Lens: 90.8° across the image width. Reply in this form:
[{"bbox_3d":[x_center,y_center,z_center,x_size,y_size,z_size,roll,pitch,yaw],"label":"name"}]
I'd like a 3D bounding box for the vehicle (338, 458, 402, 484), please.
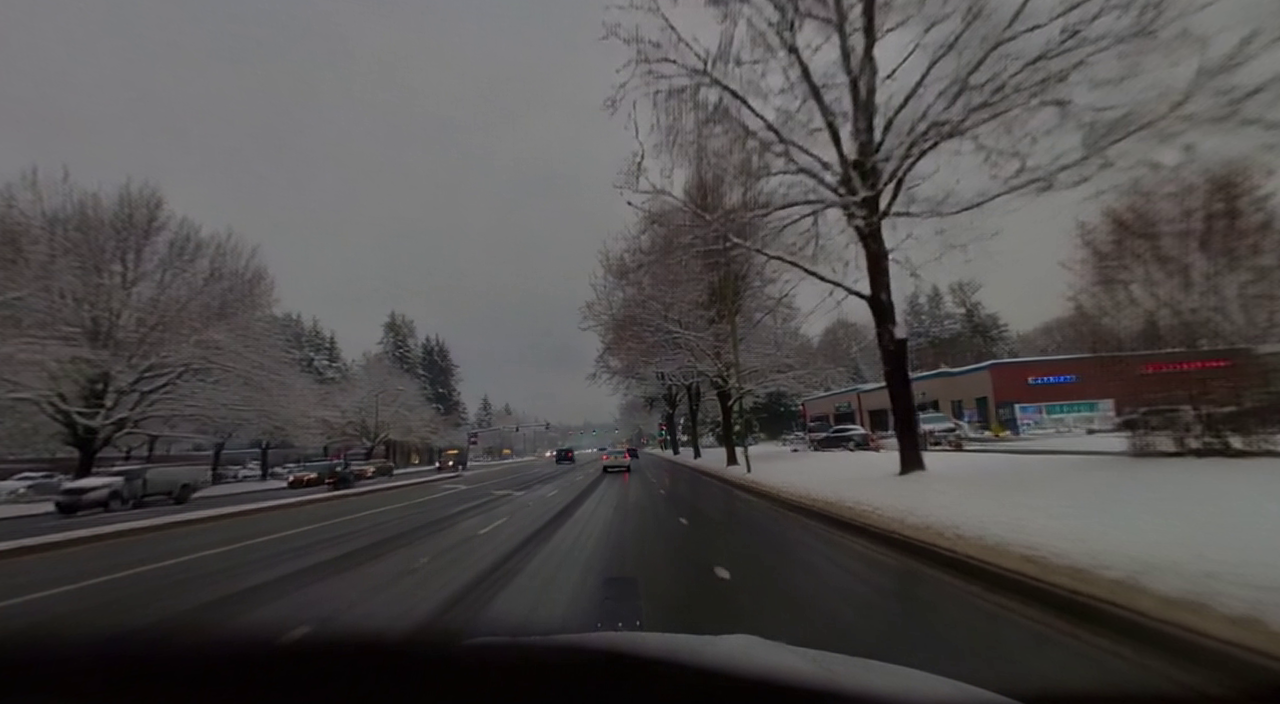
[{"bbox_3d":[-17.071,7.530,40.219,1.985,1.471,4.797,0,-8,0],"label":"vehicle"}]

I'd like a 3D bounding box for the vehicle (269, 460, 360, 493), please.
[{"bbox_3d":[-16.563,6.339,32.463,2.058,1.459,4.704,0,-8,1],"label":"vehicle"}]

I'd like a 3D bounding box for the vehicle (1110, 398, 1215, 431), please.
[{"bbox_3d":[28.821,3.540,35.085,1.857,1.615,4.839,0,-8,2],"label":"vehicle"}]

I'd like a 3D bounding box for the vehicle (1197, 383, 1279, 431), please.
[{"bbox_3d":[22.044,1.910,21.751,1.870,1.470,4.436,-1,-8,3],"label":"vehicle"}]

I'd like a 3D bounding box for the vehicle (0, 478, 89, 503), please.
[{"bbox_3d":[-39.330,9.056,41.464,4.429,1.486,1.942,0,-8,-1],"label":"vehicle"}]

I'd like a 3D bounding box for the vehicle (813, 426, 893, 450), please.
[{"bbox_3d":[13.162,5.353,39.187,4.144,1.407,2.201,0,-8,-2],"label":"vehicle"}]

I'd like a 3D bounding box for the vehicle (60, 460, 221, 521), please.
[{"bbox_3d":[-16.993,4.681,21.865,2.016,1.598,4.545,-3,-8,-2],"label":"vehicle"}]

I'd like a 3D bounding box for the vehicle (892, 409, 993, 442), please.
[{"bbox_3d":[15.072,3.713,31.598,3.956,1.504,2.170,2,-9,-9],"label":"vehicle"}]

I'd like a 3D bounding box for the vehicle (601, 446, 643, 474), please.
[{"bbox_3d":[-0.957,6.198,36.625,2.235,1.500,4.420,0,-8,1],"label":"vehicle"}]
